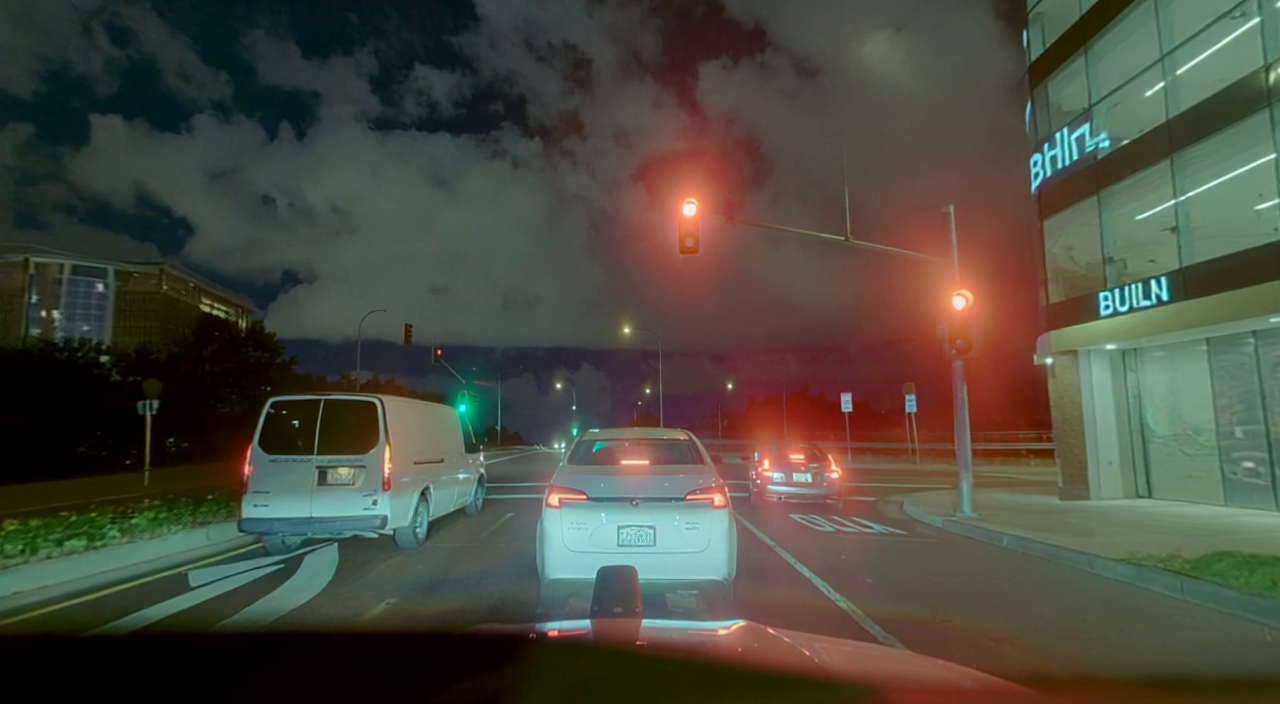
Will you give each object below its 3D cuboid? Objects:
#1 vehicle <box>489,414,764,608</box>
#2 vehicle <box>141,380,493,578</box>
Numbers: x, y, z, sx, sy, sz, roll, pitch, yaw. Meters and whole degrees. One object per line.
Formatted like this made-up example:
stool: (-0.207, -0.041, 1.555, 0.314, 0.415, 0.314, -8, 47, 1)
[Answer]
vehicle: (-0.109, 1.465, 6.778, 2.064, 1.452, 3.942, 0, -8, 0)
vehicle: (-3.583, 1.510, 8.425, 2.076, 1.820, 5.100, 0, -8, -1)
